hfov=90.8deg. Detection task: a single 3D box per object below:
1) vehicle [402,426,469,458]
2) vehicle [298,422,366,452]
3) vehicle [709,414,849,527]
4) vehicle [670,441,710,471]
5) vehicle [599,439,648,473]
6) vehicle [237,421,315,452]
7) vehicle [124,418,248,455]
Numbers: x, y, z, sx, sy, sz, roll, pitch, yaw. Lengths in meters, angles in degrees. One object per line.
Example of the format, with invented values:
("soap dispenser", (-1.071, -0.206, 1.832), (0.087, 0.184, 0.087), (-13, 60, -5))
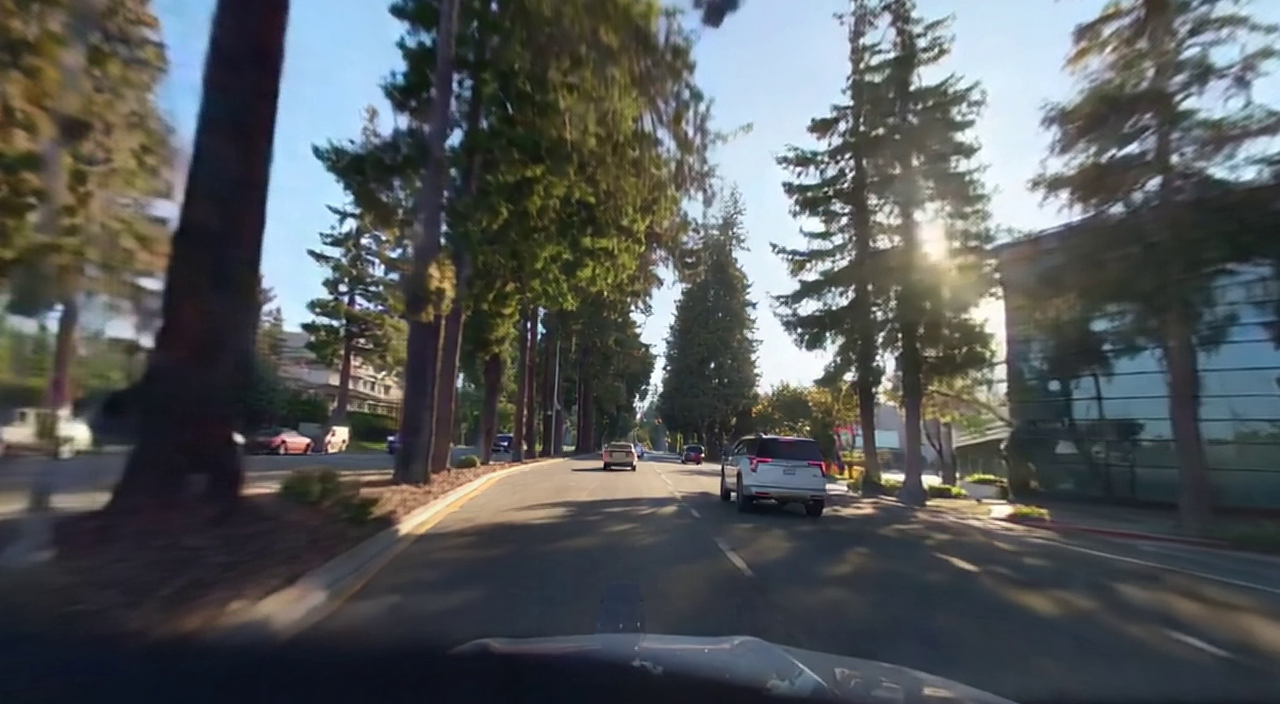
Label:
("vehicle", (-11.113, 4.963, 34.707), (2.105, 1.645, 4.590), (1, -8, 0))
("vehicle", (-19.344, 5.380, 39.963), (1.958, 1.756, 4.530), (1, -8, 0))
("vehicle", (2.895, 2.556, 14.157), (2.035, 1.940, 4.299), (5, -8, 0))
("vehicle", (2.951, 6.231, 38.030), (1.922, 1.708, 4.126), (1, -8, -1))
("vehicle", (-0.715, 4.823, 29.525), (2.119, 1.460, 3.847), (1, -8, 0))
("vehicle", (-19.371, 4.559, 33.855), (1.780, 1.546, 4.060), (1, -8, -1))
("vehicle", (-19.220, 3.642, 27.071), (1.913, 1.417, 4.592), (1, -8, 0))
